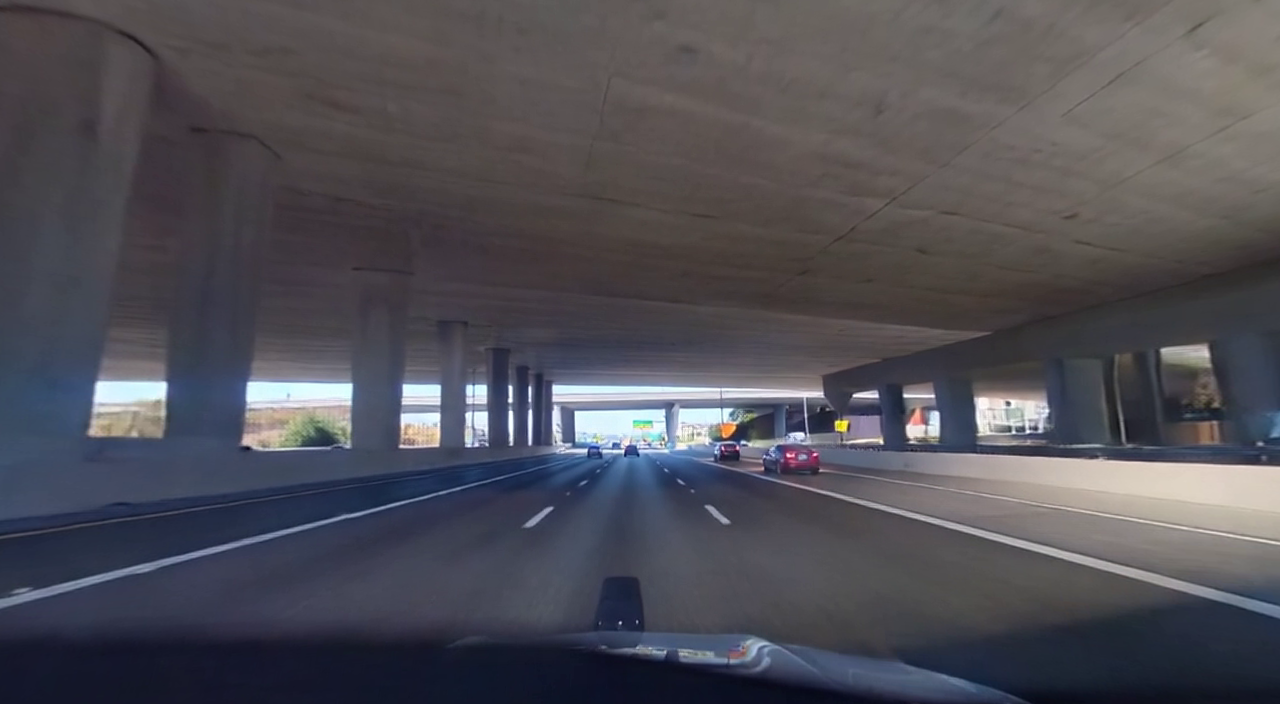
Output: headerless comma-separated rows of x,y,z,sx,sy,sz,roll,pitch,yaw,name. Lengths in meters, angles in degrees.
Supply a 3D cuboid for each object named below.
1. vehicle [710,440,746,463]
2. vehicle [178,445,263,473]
6.754,7.669,48.850,2.075,1.611,4.421,0,-8,-2,vehicle
-24.653,6.284,37.330,2.024,1.555,4.454,0,-8,-1,vehicle
